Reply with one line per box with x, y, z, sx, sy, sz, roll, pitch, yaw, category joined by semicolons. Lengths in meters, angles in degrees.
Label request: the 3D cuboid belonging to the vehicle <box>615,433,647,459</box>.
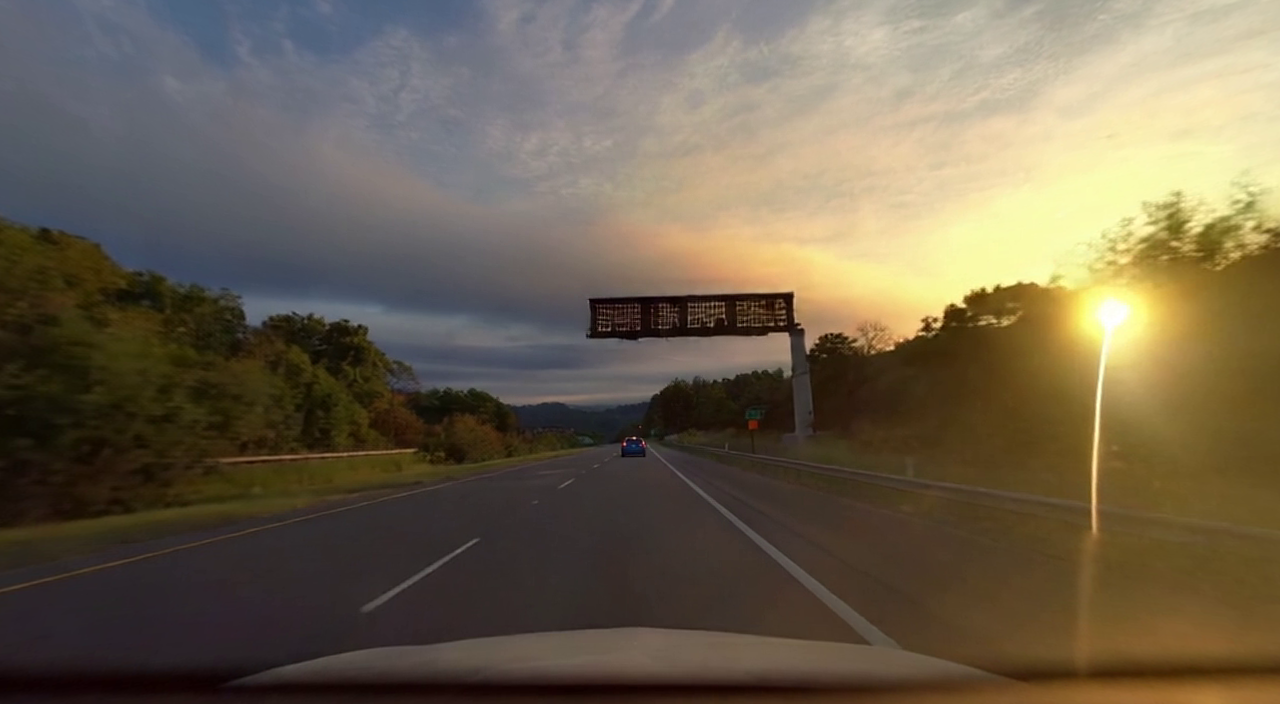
-0.640;6.666;44.651;2.180;1.717;4.139;0;-8;-1;vehicle
